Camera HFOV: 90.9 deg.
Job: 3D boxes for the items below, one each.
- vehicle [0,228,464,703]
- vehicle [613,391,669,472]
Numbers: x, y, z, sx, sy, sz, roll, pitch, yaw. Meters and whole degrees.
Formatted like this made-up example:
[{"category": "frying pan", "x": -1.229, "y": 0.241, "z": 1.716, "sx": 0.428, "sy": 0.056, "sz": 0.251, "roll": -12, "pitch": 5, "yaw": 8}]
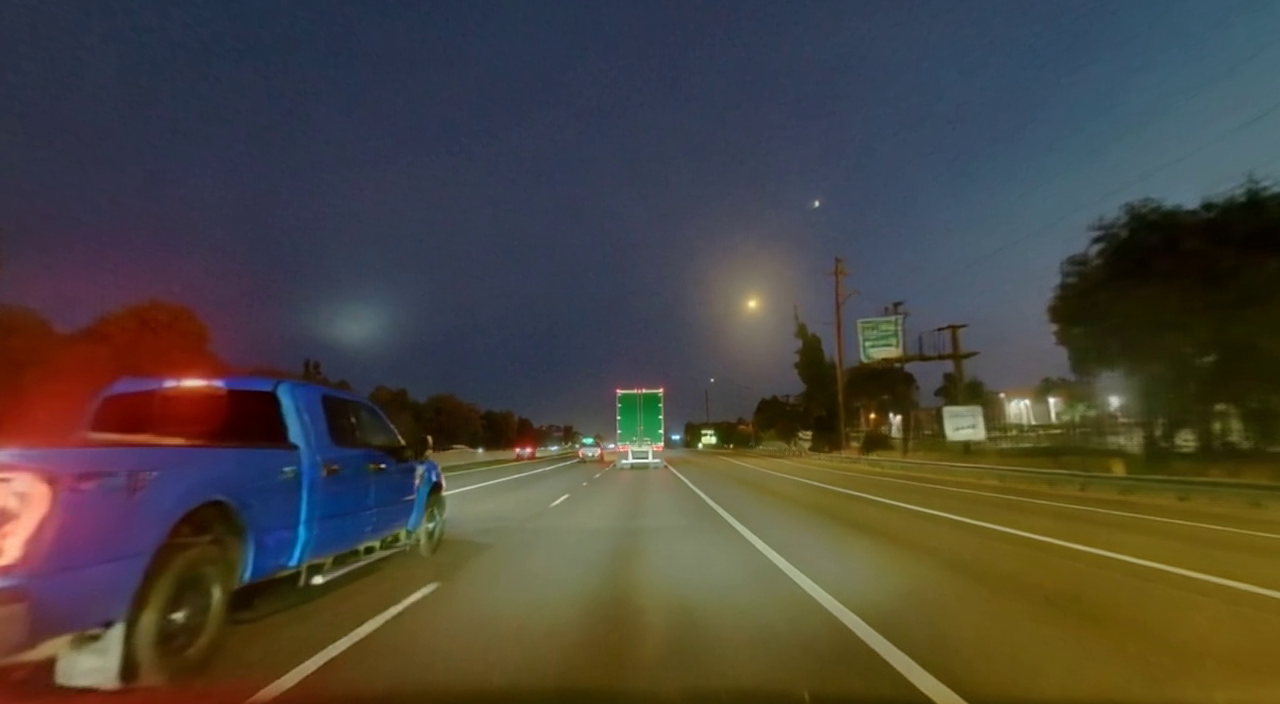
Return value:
[{"category": "vehicle", "x": -3.718, "y": 1.014, "z": 4.979, "sx": 2.749, "sy": 2.141, "sz": 6.515, "roll": 0, "pitch": -8, "yaw": 0}, {"category": "vehicle", "x": 0.046, "y": 5.026, "z": 38.947, "sx": 2.879, "sy": 4.085, "sz": 13.125, "roll": 0, "pitch": -8, "yaw": 0}]
